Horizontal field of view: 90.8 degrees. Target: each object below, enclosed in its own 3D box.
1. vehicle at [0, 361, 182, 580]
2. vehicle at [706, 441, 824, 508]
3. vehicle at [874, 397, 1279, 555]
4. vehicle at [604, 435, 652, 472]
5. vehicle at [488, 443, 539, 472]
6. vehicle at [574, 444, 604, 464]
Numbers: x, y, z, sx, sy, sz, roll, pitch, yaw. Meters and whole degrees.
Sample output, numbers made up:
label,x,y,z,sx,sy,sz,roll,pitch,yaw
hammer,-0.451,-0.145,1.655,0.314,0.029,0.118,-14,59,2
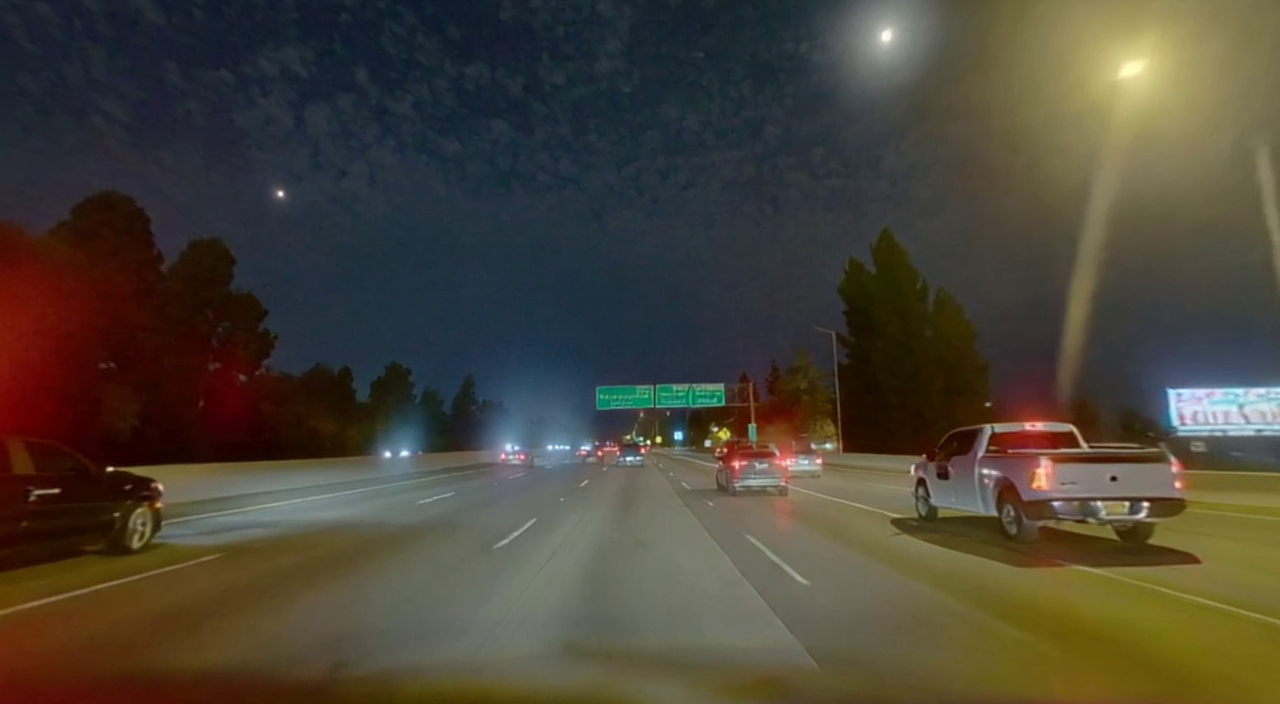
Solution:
label,x,y,z,sx,sy,sz,roll,pitch,yaw
vehicle,-7.150,0.974,5.013,2.444,2.012,6.122,0,-8,0
vehicle,2.966,3.004,16.034,2.011,1.462,4.286,0,-8,-1
vehicle,6.511,1.948,10.758,2.635,1.919,5.907,0,-8,-2
vehicle,-0.603,5.336,33.359,2.323,1.805,4.729,0,-8,0
vehicle,-7.038,5.907,35.630,1.920,1.482,4.385,0,-8,0
vehicle,-3.972,8.037,49.726,1.935,1.487,4.076,0,-8,0
